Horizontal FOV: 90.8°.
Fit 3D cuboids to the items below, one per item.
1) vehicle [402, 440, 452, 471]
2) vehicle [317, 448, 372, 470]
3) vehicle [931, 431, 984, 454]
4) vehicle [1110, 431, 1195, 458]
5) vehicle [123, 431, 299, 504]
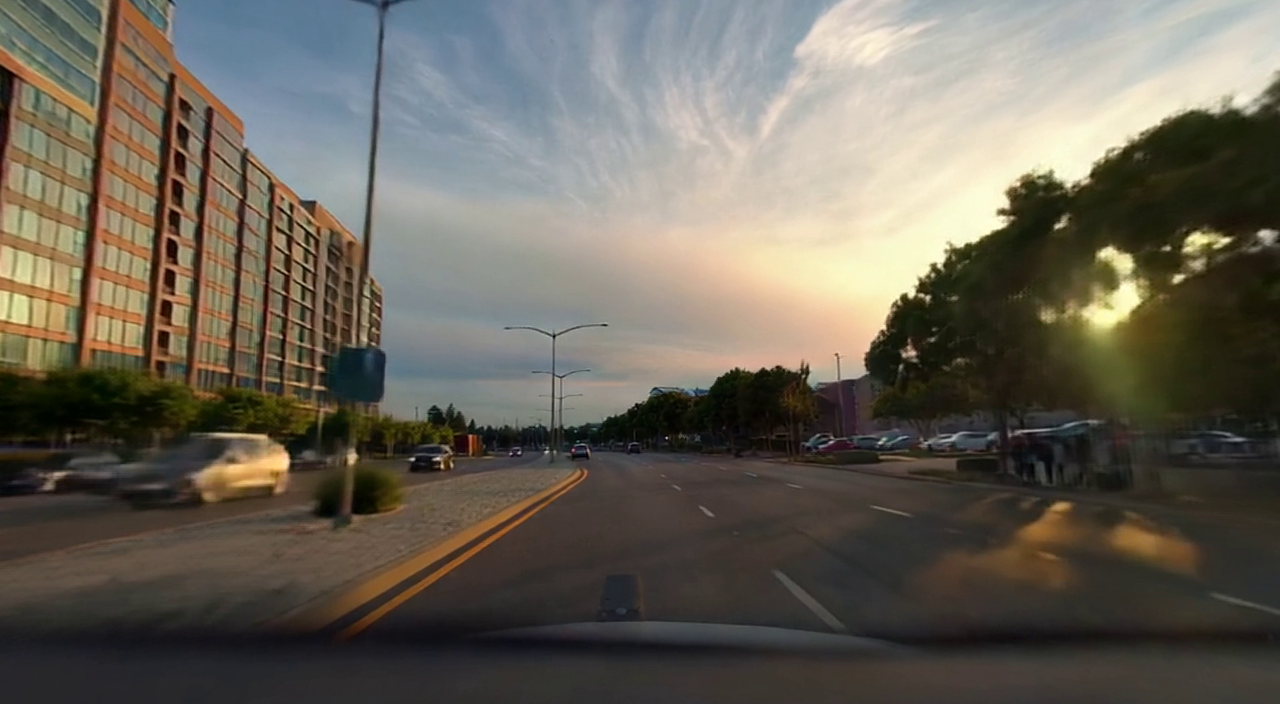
[{"bbox_3d":[-13.647,6.635,40.679,1.927,1.828,4.112,0,-9,-2],"label":"vehicle"},{"bbox_3d":[-21.823,7.903,46.862,2.155,1.542,4.584,1,-9,-5],"label":"vehicle"},{"bbox_3d":[23.561,6.725,46.740,2.219,1.587,5.047,-8,-11,41],"label":"vehicle"},{"bbox_3d":[31.170,5.627,38.430,4.313,1.549,1.851,3,-9,-18],"label":"vehicle"},{"bbox_3d":[-12.323,3.323,18.662,1.816,1.843,4.863,0,-9,-1],"label":"vehicle"}]
